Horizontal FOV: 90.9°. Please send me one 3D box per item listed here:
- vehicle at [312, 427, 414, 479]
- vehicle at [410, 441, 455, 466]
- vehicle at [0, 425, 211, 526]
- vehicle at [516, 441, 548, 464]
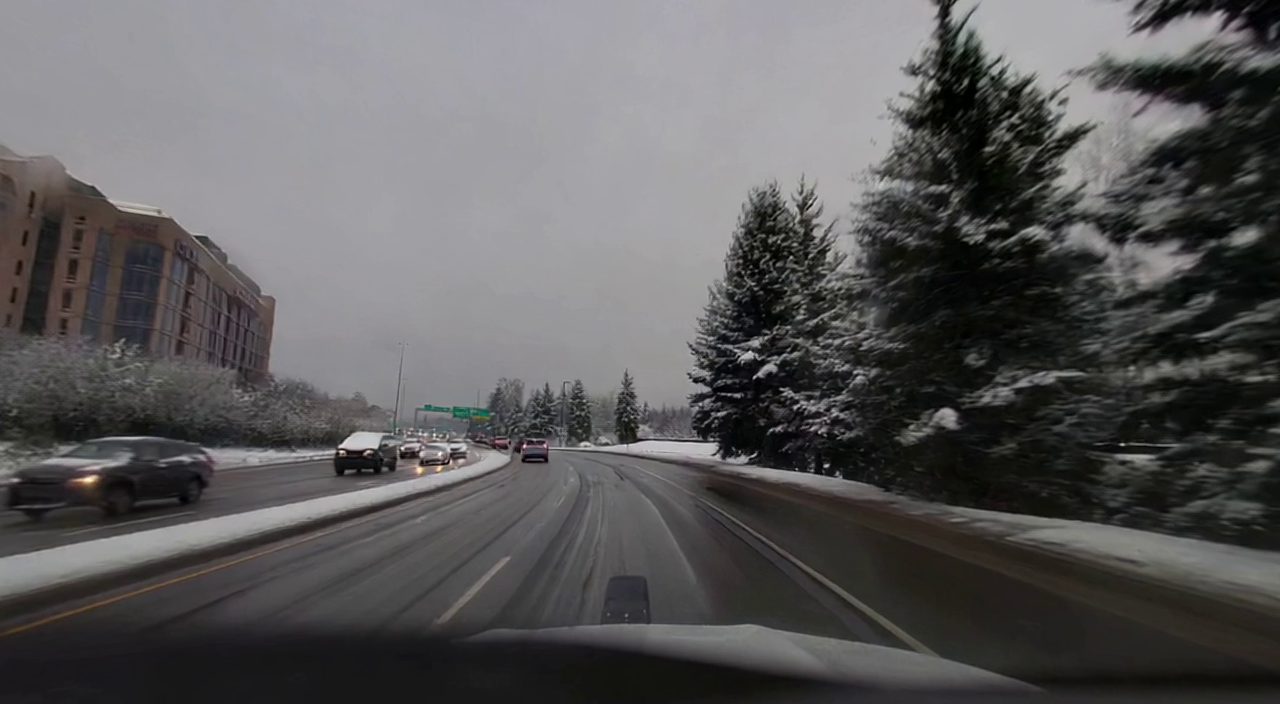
[{"bbox_3d":[-11.042,4.053,25.622,2.151,1.871,5.177,0,-8,-5],"label":"vehicle"},{"bbox_3d":[-12.938,6.349,39.560,1.902,1.468,4.103,1,-8,-7],"label":"vehicle"},{"bbox_3d":[-10.897,2.290,12.256,2.048,1.583,4.506,0,-8,-3],"label":"vehicle"},{"bbox_3d":[-7.132,6.671,41.960,1.885,1.469,4.211,1,-8,-7],"label":"vehicle"}]
